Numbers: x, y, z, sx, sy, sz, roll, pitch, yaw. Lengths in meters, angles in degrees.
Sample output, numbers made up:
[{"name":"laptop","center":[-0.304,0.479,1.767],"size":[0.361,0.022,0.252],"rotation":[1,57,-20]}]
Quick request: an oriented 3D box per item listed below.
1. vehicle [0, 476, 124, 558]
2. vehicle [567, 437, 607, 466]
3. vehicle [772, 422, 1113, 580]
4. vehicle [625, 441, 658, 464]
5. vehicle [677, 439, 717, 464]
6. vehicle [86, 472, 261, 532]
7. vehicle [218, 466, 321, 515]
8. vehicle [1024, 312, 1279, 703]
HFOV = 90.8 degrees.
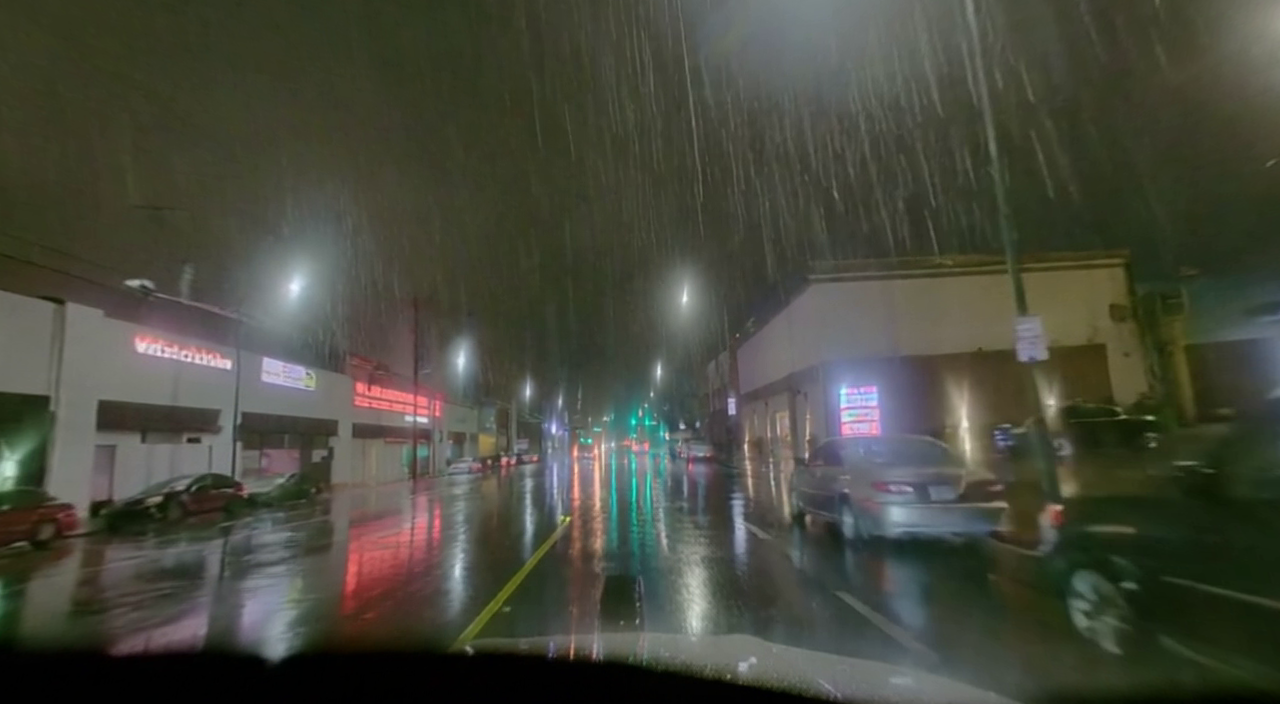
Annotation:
[{"name":"vehicle","center":[-15.477,4.078,15.324],"size":[1.957,1.534,5.028],"rotation":[-5,-7,-3]},{"name":"vehicle","center":[-3.467,6.669,42.566],"size":[2.348,1.831,4.737],"rotation":[0,-8,-1]},{"name":"vehicle","center":[3.391,1.749,8.332],"size":[2.057,1.490,4.422],"rotation":[0,-8,-4]},{"name":"vehicle","center":[0.055,6.664,42.123],"size":[2.099,1.470,4.270],"rotation":[0,-8,-1]},{"name":"vehicle","center":[3.596,6.393,40.663],"size":[2.042,1.487,5.033],"rotation":[0,-8,-1]},{"name":"vehicle","center":[-15.762,5.063,21.845],"size":[2.081,1.549,5.190],"rotation":[0,-8,0]},{"name":"vehicle","center":[-15.638,5.829,26.929],"size":[1.793,1.437,4.415],"rotation":[-5,-7,-1]},{"name":"vehicle","center":[3.576,0.603,1.462],"size":[2.282,1.783,4.796],"rotation":[0,-8,-1]}]
